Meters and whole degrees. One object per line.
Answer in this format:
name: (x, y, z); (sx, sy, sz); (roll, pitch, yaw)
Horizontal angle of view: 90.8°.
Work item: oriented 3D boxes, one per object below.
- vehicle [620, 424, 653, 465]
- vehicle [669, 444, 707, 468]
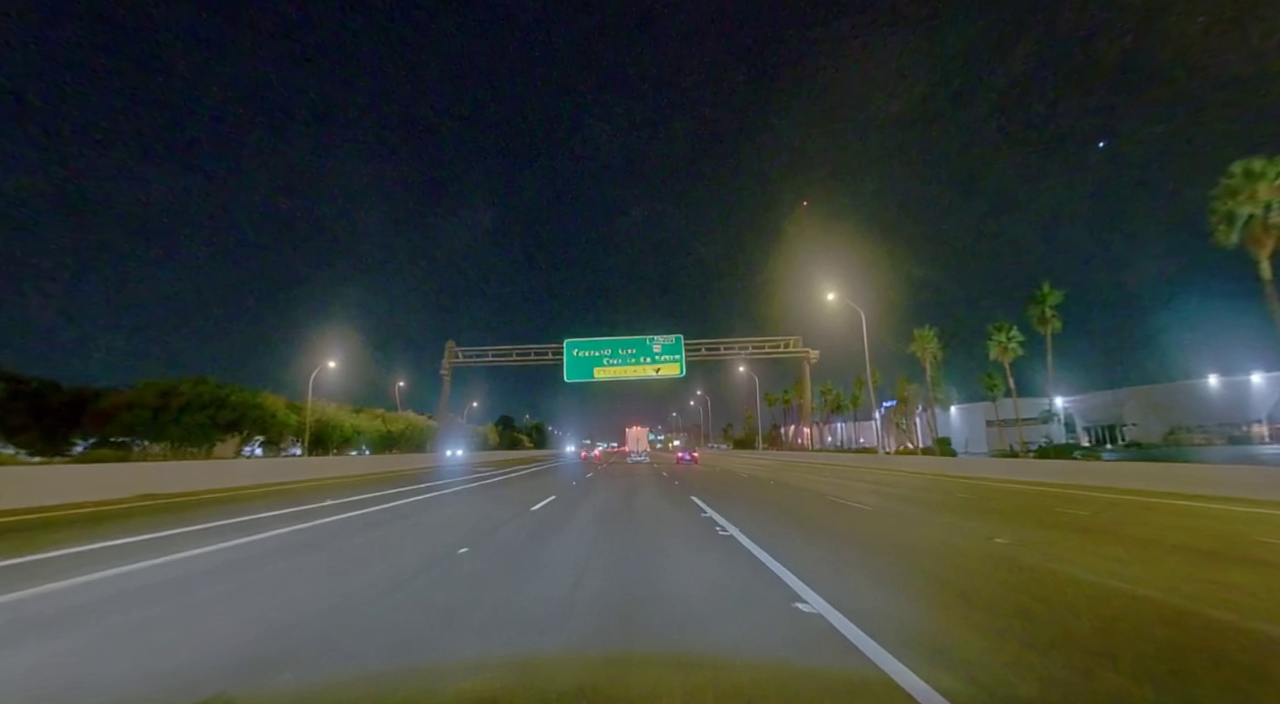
vehicle: (-0.315, 7.193, 49.106); (2.364, 2.953, 6.495); (0, -8, -1)
vehicle: (3.070, 6.716, 40.977); (2.049, 1.485, 4.106); (0, -8, -1)
